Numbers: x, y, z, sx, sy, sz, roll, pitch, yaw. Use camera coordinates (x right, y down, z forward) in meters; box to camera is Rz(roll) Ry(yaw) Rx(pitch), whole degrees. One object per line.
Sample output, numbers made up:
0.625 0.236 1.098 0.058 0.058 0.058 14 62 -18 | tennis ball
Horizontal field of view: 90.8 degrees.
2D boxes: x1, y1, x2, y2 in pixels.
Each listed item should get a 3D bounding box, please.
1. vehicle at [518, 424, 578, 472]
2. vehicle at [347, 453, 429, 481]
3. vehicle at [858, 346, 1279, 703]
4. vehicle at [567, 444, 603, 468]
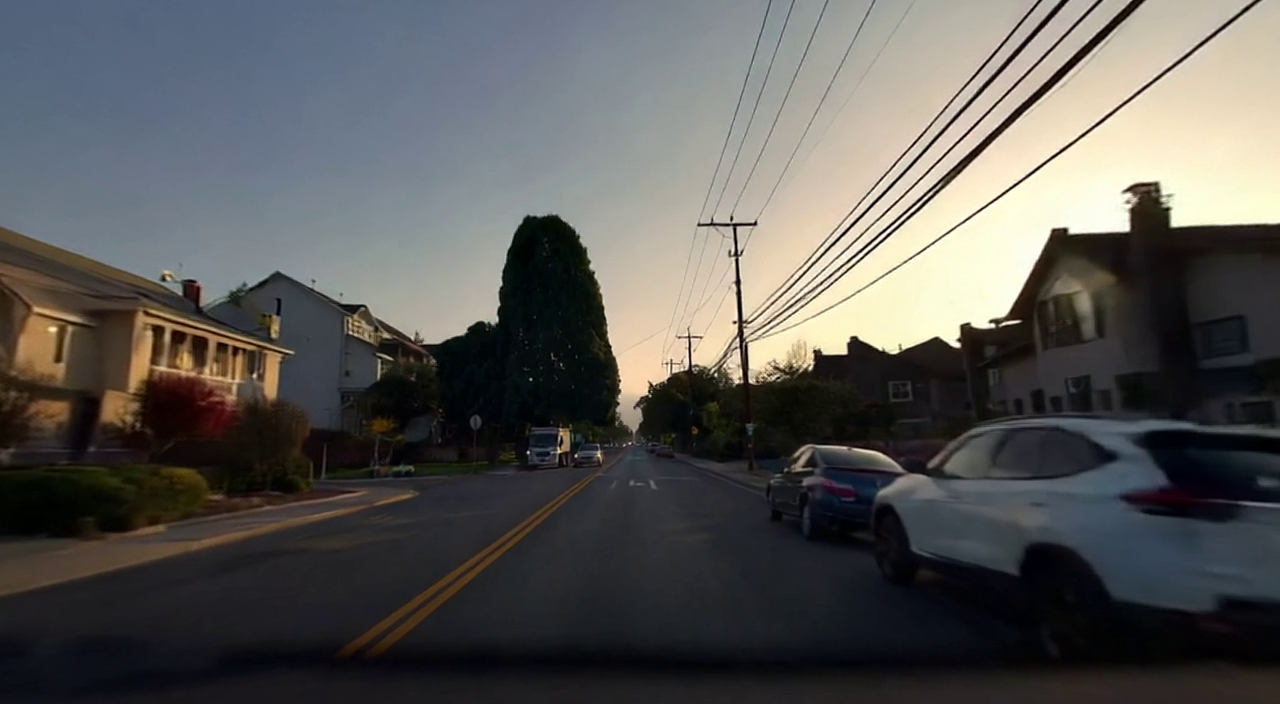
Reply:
-6.746 7.103 47.678 3.197 3.187 7.847 -2 -7 1 | vehicle
-15.261 6.999 38.501 4.204 1.626 1.874 1 -9 -5 | vehicle
3.132 1.151 4.210 1.945 1.792 3.903 0 -9 0 | vehicle
-3.592 6.911 42.142 1.912 1.491 4.375 0 -9 1 | vehicle
